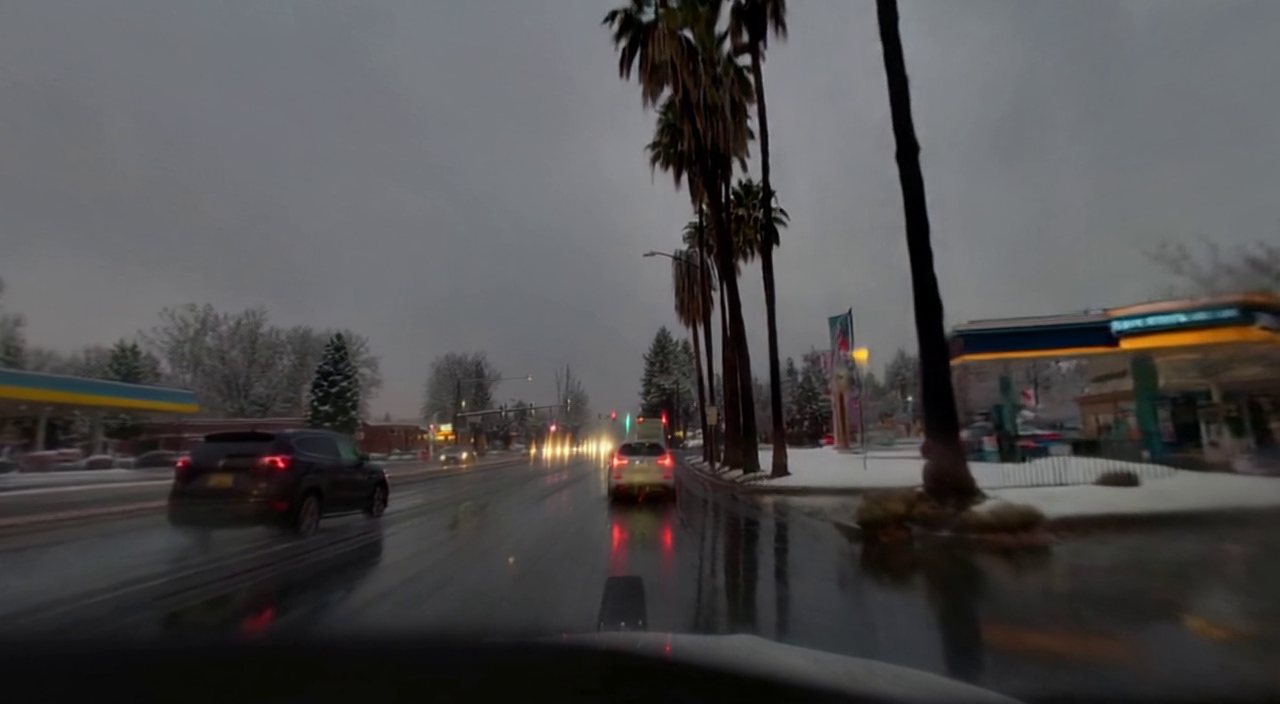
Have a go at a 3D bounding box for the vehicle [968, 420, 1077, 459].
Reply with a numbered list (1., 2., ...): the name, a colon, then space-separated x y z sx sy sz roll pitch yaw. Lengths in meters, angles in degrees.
1. vehicle: 17.074 3.976 28.336 2.009 1.630 4.436 0 -9 -2

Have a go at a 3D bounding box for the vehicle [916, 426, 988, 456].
1. vehicle: 16.911 4.890 34.286 1.902 1.502 4.395 0 -9 3

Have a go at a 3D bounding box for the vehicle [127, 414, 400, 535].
1. vehicle: -6.196 2.072 11.165 2.057 1.705 4.394 0 -9 1

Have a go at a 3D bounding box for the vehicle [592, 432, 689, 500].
1. vehicle: 0.043 2.862 16.124 2.145 1.483 4.453 0 -9 1
